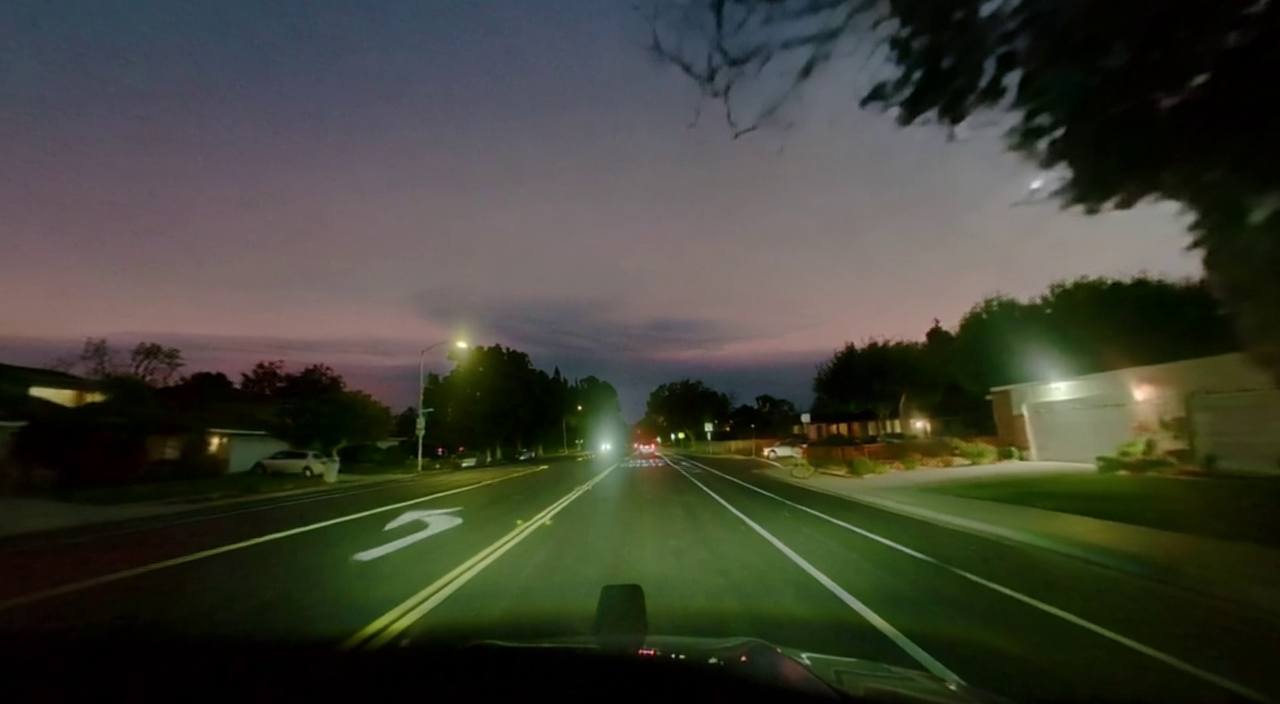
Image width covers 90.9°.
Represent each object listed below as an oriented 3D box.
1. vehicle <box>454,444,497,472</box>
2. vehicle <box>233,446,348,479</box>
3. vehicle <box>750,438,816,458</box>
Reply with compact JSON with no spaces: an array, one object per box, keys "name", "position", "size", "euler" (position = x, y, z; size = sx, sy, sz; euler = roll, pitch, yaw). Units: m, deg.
[{"name":"vehicle","position":[-12.369,7.957,47.609],"size":[1.965,1.653,4.488],"euler":[-3,-6,1]},{"name":"vehicle","position":[-18.149,5.728,32.899],"size":[4.717,1.605,2.074],"euler":[0,-8,-4]},{"name":"vehicle","position":[11.077,7.494,49.136],"size":[4.818,1.525,2.163],"euler":[-2,-8,9]}]
